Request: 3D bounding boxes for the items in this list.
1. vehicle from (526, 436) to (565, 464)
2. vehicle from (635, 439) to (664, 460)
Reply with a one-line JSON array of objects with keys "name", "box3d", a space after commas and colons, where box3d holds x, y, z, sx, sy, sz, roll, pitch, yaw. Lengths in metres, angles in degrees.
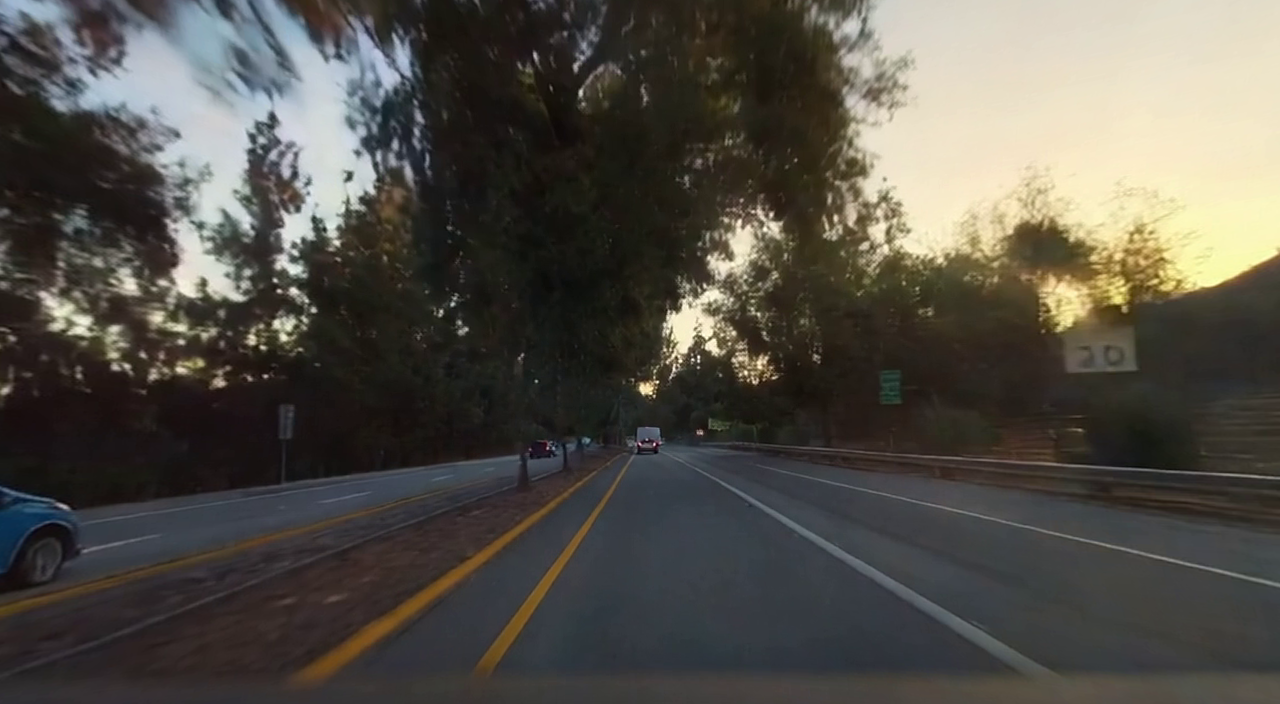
[{"name": "vehicle", "box3d": [-6.932, 7.253, 46.720, 2.068, 1.897, 4.372, 0, -8, 2]}, {"name": "vehicle", "box3d": [0.688, 7.265, 46.952, 2.061, 1.469, 3.782, 0, -8, 1]}]
